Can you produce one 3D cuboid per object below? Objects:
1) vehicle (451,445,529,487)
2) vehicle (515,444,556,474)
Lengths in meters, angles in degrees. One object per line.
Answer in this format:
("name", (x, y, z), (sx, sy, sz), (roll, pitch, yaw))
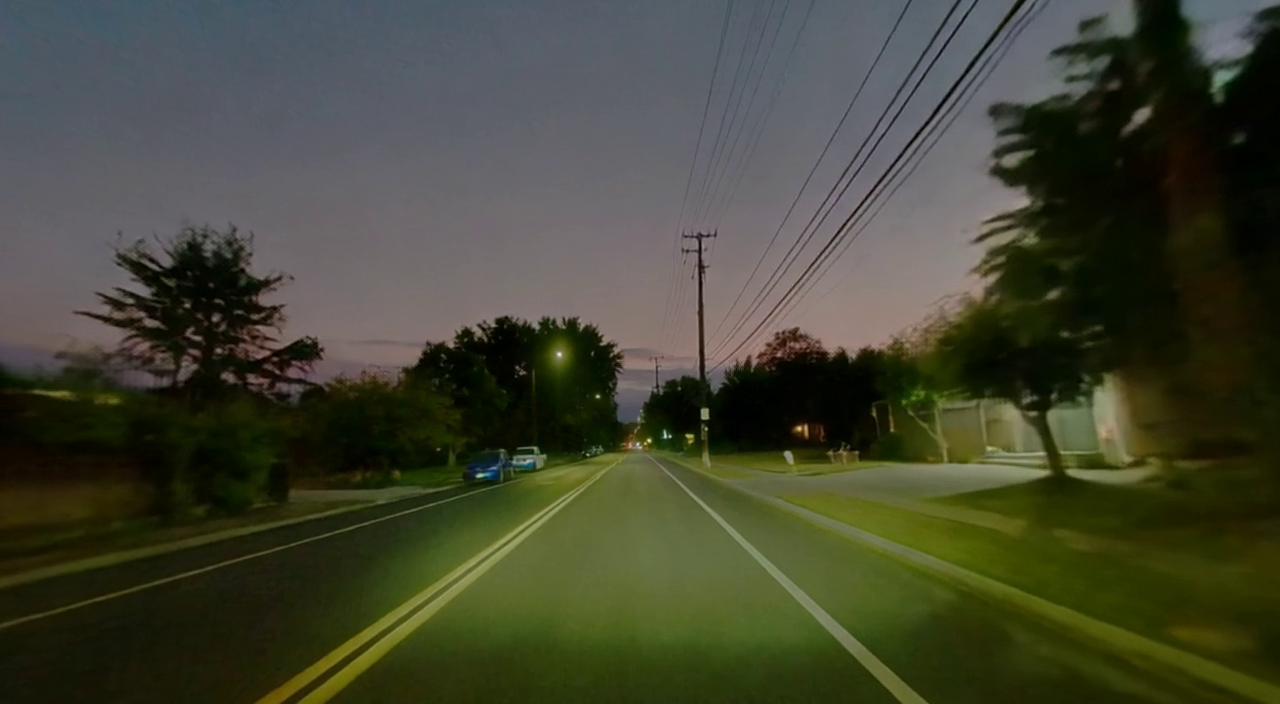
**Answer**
("vehicle", (-6.606, 5.080, 28.373), (2.129, 1.556, 4.778), (-4, -9, 2))
("vehicle", (-6.811, 6.975, 41.387), (1.923, 1.687, 4.511), (-4, -8, -1))
